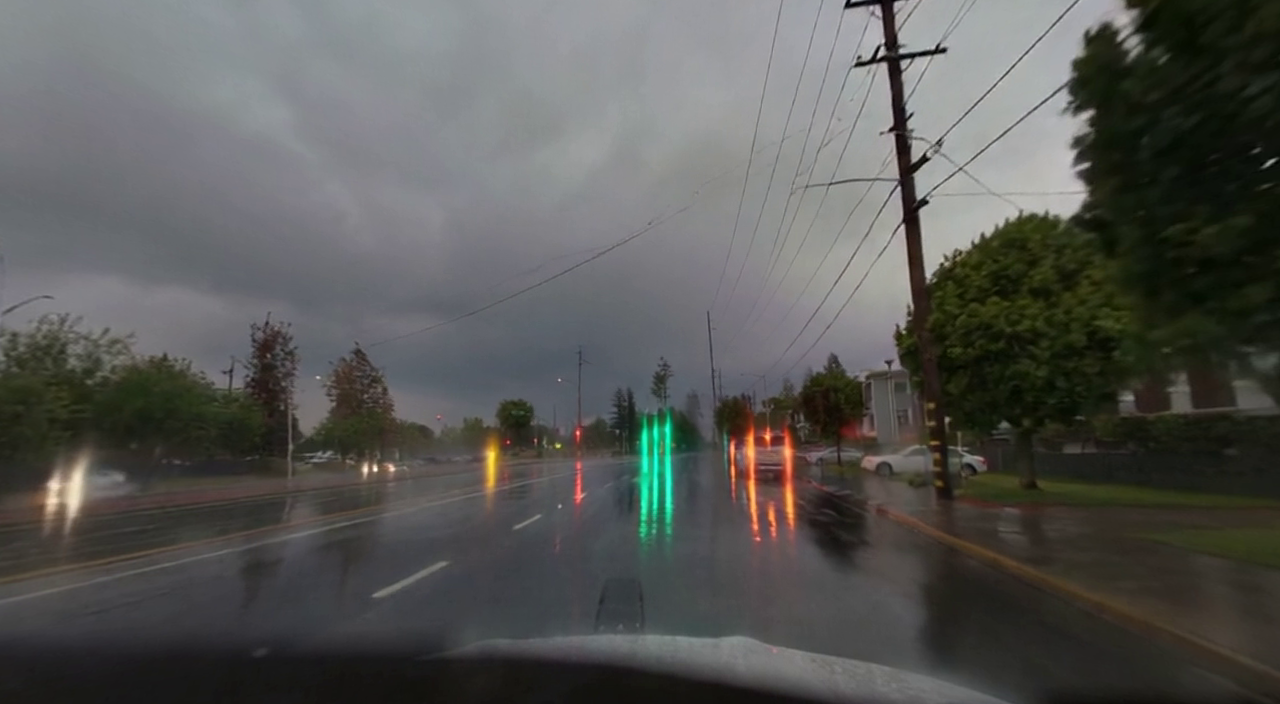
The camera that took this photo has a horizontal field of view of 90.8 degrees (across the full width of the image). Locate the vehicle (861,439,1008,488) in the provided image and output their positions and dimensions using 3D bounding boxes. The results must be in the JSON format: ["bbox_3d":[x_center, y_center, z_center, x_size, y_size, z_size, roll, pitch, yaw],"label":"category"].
[{"bbox_3d":[11.245,4.242,24.479,2.038,1.680,4.660,6,-10,-36],"label":"vehicle"}]

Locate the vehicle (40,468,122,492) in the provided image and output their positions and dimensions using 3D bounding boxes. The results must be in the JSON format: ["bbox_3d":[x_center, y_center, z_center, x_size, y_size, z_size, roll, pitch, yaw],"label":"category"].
[{"bbox_3d":[-43.730,9.992,49.579,1.946,1.637,4.683,0,-8,3],"label":"vehicle"}]

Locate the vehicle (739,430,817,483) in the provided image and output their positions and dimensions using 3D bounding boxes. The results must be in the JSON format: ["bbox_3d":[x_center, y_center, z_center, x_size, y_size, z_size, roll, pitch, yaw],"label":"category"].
[{"bbox_3d":[5.294,4.071,24.902,2.359,1.817,4.985,0,-8,5],"label":"vehicle"}]

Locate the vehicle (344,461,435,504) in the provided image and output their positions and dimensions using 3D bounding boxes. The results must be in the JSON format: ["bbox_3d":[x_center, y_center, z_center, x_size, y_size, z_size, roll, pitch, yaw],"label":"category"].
[{"bbox_3d":[-9.673,5.034,24.761,1.688,1.424,3.786,-1,-8,6],"label":"vehicle"}]
